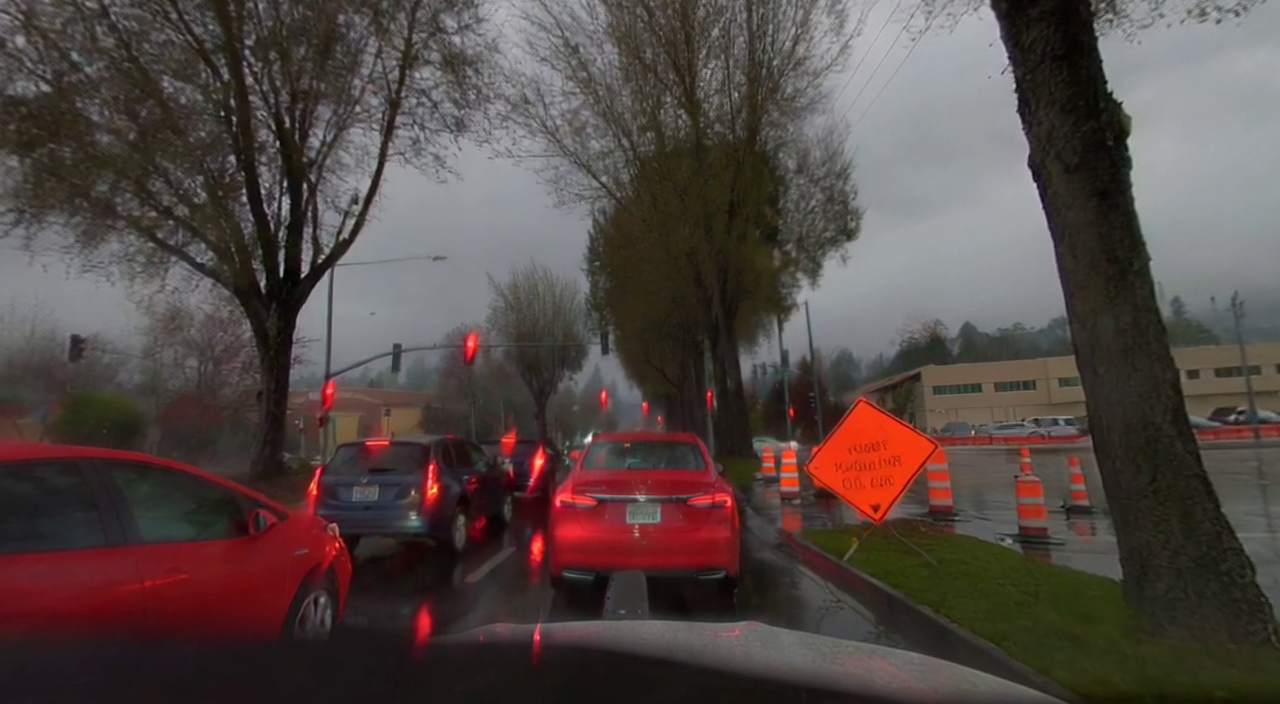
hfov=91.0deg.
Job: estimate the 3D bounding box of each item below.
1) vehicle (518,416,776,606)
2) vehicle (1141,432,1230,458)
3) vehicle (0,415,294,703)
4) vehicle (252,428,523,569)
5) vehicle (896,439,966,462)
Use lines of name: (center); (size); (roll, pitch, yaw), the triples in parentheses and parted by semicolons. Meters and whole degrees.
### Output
vehicle: (0.103, 1.617, 7.215); (2.167, 1.560, 3.676); (0, -9, 1)
vehicle: (35.353, 6.025, 40.872); (4.051, 1.583, 1.794); (0, -9, 1)
vehicle: (-3.594, 0.943, 2.149); (2.064, 1.497, 4.722); (0, -9, 1)
vehicle: (-3.280, 1.996, 9.446); (1.989, 1.541, 4.626); (0, -9, 2)
vehicle: (23.046, 7.816, 49.969); (4.672, 1.676, 1.867); (1, -9, -1)
